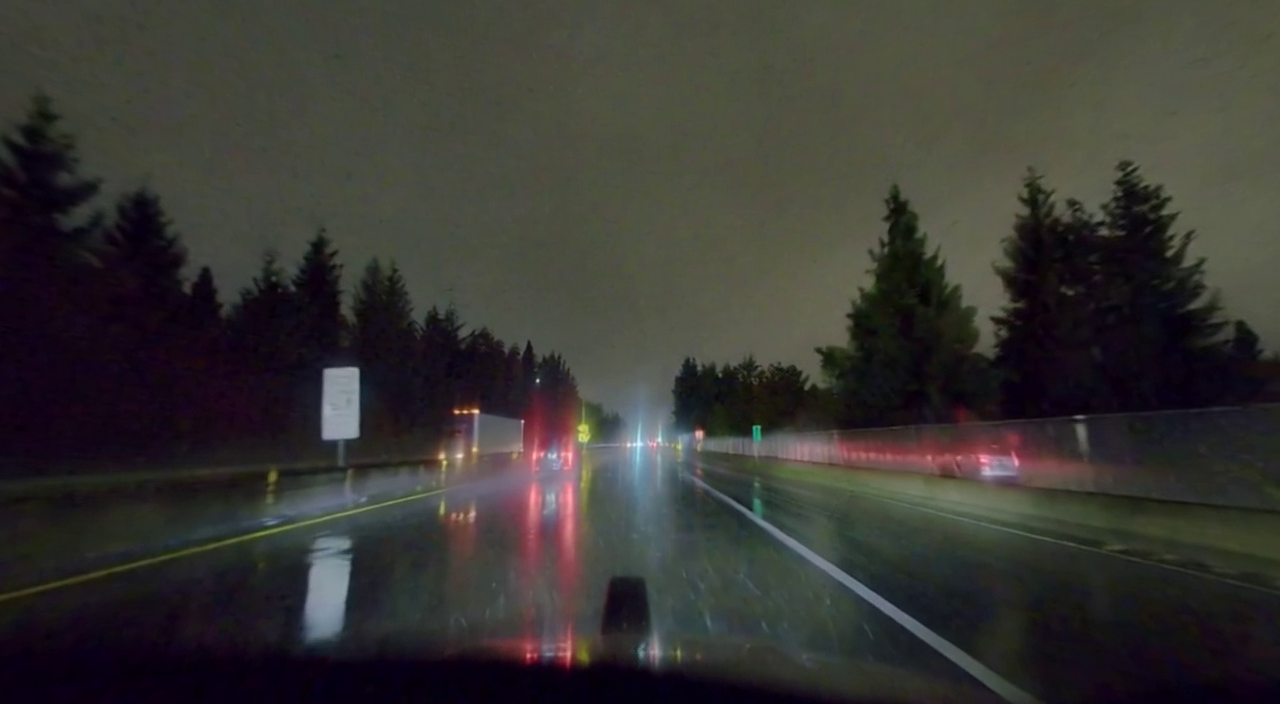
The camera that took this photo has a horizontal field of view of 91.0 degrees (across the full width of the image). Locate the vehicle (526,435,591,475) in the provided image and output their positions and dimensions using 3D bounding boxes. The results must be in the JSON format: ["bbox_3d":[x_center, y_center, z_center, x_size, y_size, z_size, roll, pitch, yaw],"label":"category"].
[{"bbox_3d":[-3.326,4.312,26.529,2.051,1.531,4.250,0,-8,2],"label":"vehicle"}]
